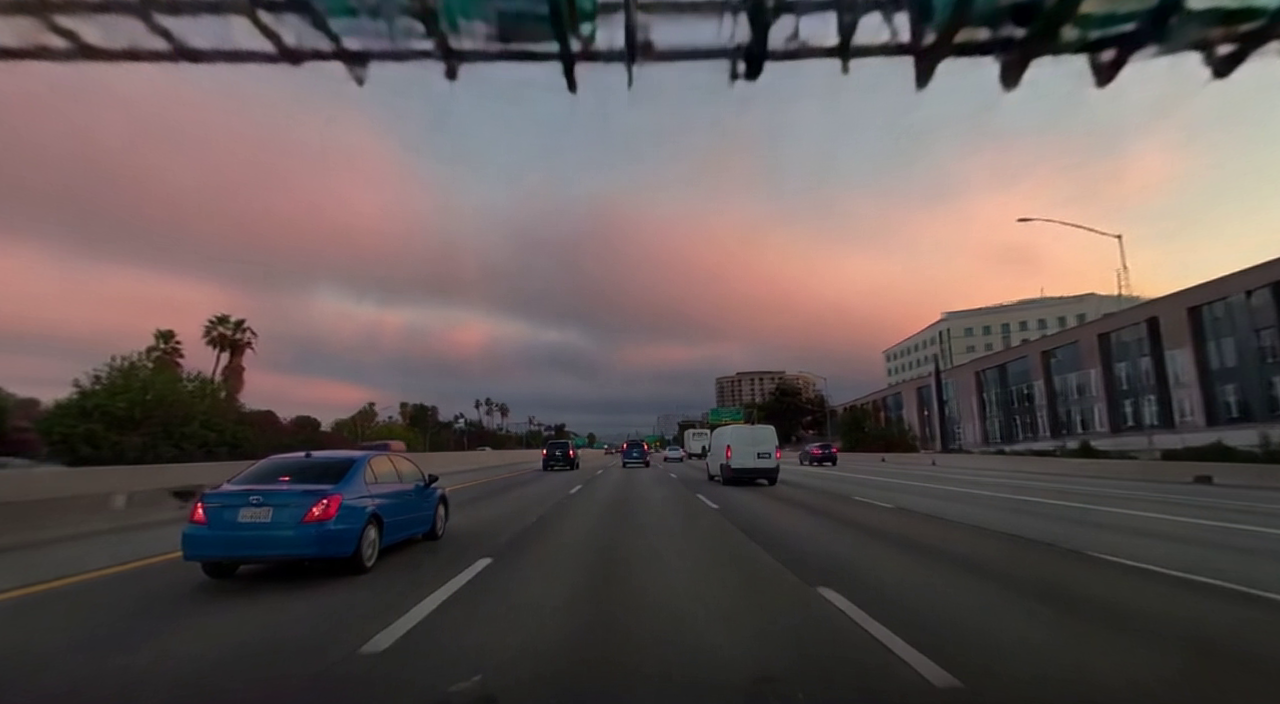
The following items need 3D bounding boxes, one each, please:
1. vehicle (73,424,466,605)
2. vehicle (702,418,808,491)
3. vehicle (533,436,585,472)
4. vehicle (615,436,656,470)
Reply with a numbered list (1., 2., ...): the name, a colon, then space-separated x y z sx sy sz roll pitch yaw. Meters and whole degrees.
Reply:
1. vehicle: -3.656 1.674 7.448 1.991 1.469 4.381 0 -9 0
2. vehicle: 3.557 3.346 20.862 2.250 2.074 5.723 0 -9 -2
3. vehicle: -4.212 5.390 33.497 2.109 1.793 4.613 0 -9 0
4. vehicle: -0.273 5.693 35.598 2.212 1.786 4.198 0 -9 -1
